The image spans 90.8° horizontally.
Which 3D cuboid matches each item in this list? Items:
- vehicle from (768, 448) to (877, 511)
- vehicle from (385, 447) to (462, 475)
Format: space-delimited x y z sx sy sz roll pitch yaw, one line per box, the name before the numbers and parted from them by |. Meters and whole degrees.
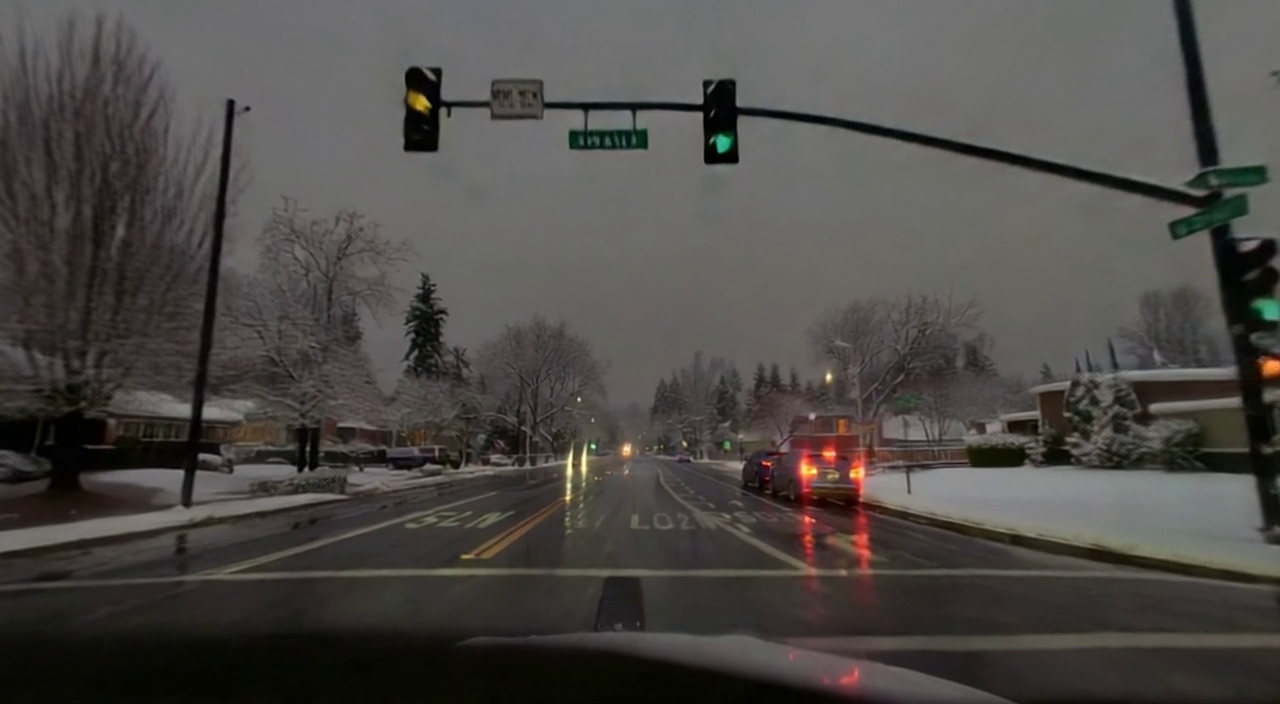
vehicle | 5.175 3.638 18.617 1.891 1.611 4.269 0 -9 0
vehicle | -16.177 8.106 47.220 5.125 1.941 2.086 4 -10 -26
